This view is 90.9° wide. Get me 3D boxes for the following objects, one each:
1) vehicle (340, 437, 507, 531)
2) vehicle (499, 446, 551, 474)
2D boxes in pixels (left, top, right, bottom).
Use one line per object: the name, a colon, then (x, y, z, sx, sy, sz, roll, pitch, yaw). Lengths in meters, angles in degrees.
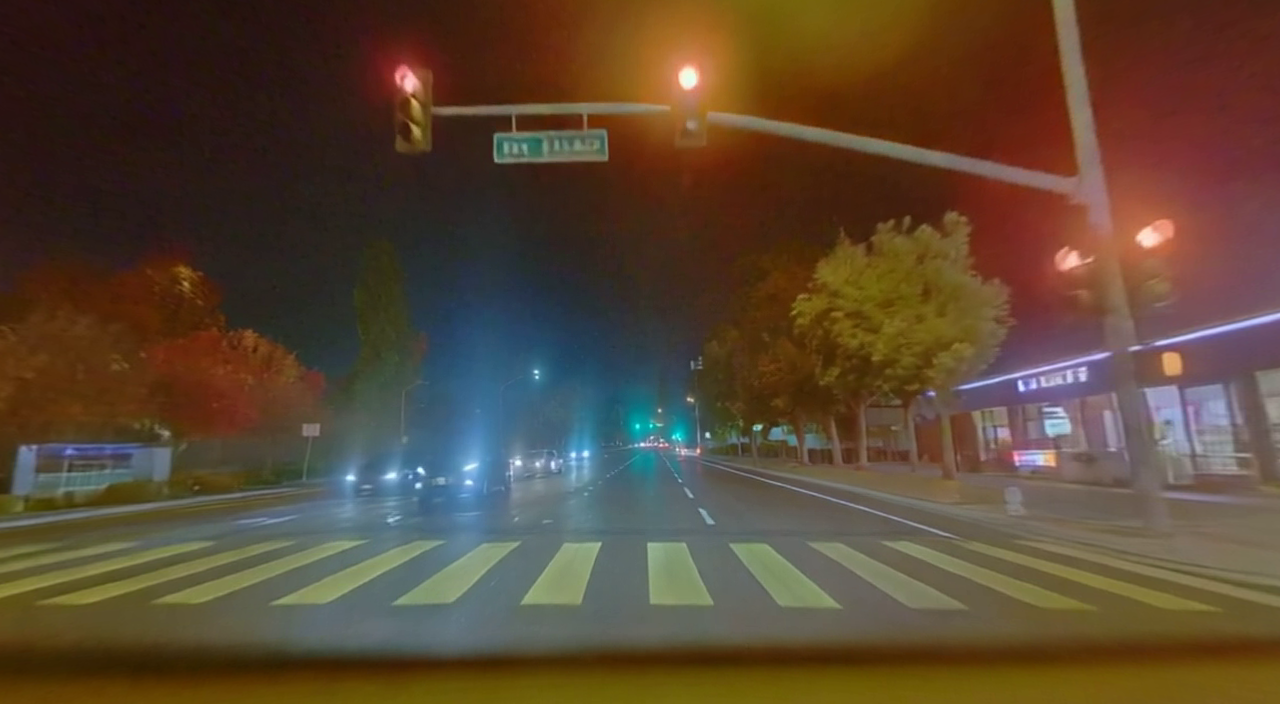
vehicle: (-4.491, 2.731, 13.837, 2.070, 1.481, 4.266, -5, -7, 1)
vehicle: (-6.643, 6.234, 36.786, 1.998, 1.503, 4.699, 0, -8, 2)
